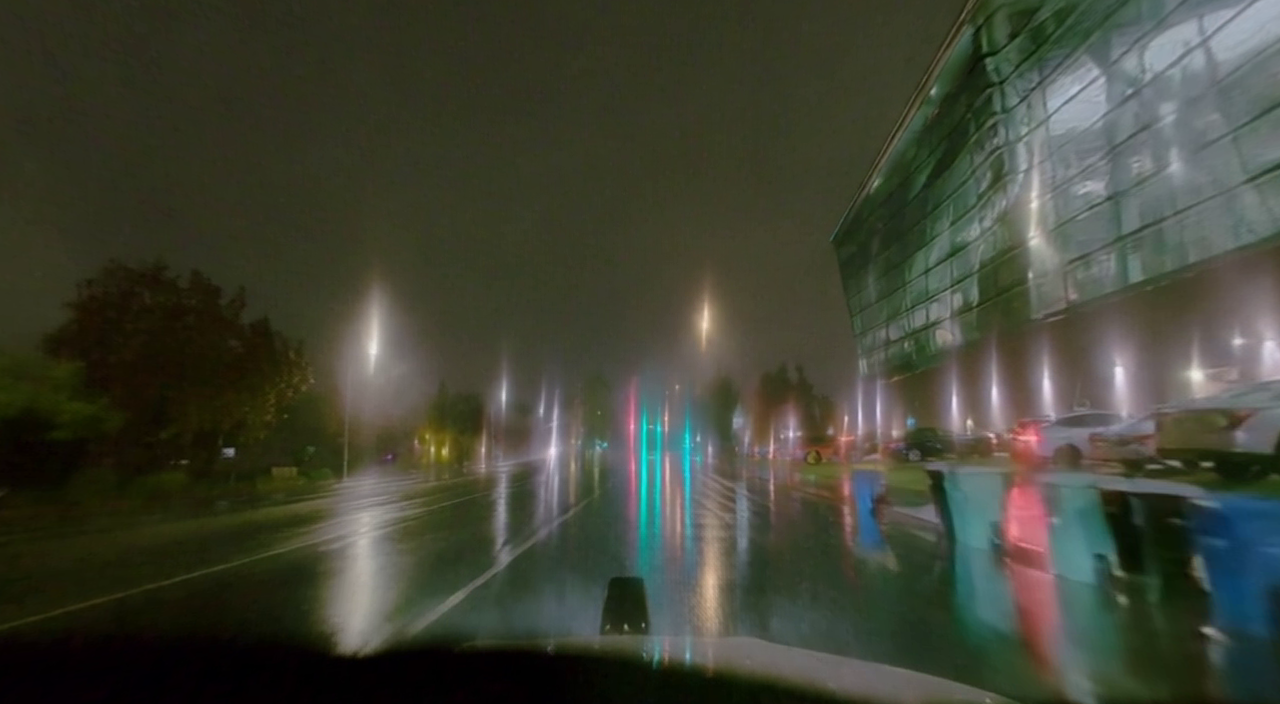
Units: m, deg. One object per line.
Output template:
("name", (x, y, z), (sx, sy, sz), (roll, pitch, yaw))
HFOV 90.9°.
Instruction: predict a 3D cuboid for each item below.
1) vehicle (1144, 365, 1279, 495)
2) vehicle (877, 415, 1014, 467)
("vehicle", (12.248, 1.055, 10.732), (5.136, 1.945, 2.153), (-8, -9, 3))
("vehicle", (12.414, 3.672, 25.861), (4.478, 1.578, 1.944), (-6, -9, 2))
